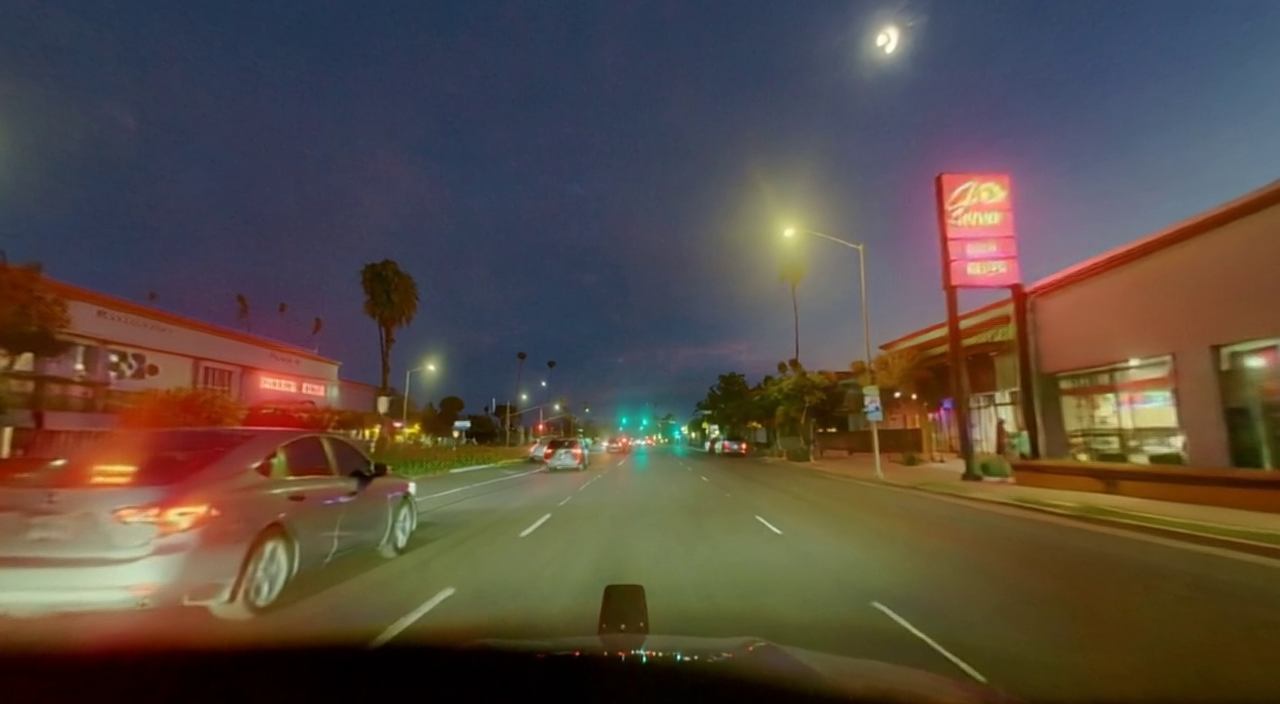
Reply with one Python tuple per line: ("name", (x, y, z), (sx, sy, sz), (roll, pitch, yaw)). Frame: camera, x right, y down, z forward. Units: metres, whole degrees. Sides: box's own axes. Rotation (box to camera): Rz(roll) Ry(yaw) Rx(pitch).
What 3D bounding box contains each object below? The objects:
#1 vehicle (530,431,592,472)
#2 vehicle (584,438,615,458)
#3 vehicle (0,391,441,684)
("vehicle", (-3.298, 4.257, 27.135), (2.024, 1.636, 4.121), (0, -8, 1))
("vehicle", (-3.092, 7.470, 49.239), (2.044, 1.462, 4.624), (0, -8, 1))
("vehicle", (-3.535, 1.284, 5.560), (2.032, 1.511, 4.424), (0, -8, 1))
